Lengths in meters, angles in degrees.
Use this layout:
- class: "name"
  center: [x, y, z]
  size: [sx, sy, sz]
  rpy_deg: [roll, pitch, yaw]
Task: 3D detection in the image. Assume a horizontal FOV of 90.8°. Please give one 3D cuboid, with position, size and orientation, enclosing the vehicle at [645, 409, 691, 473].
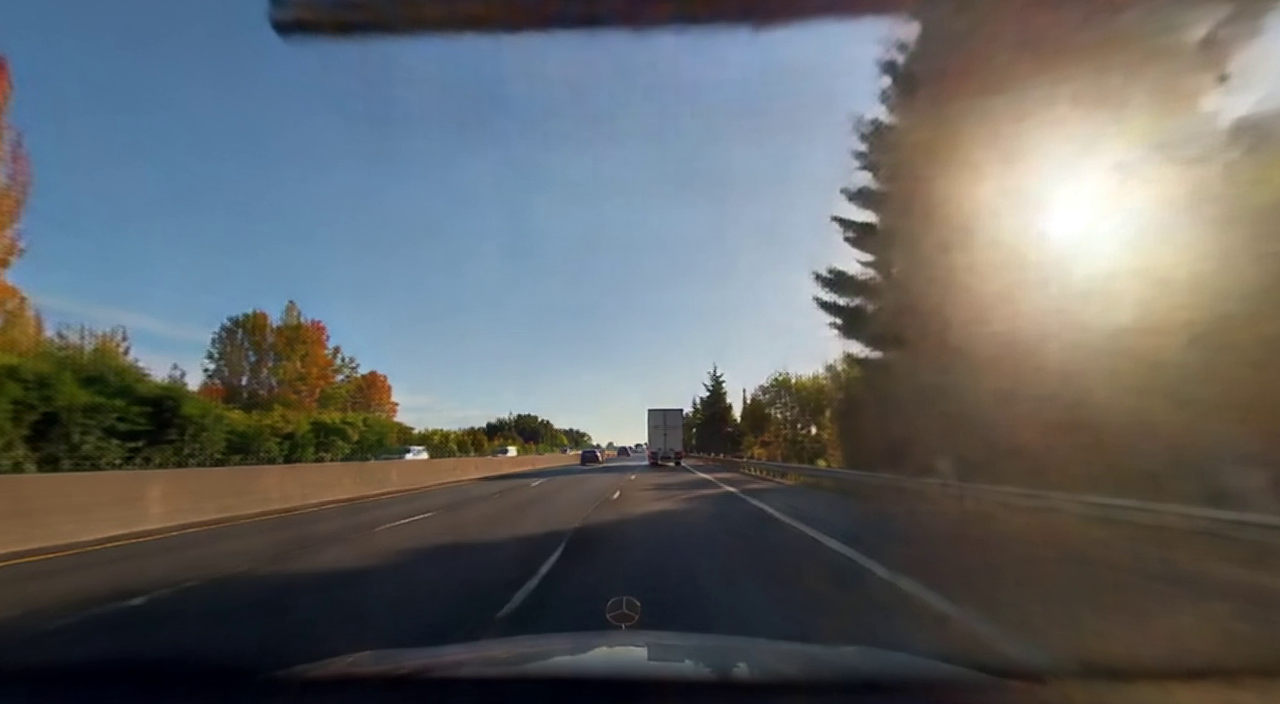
- class: "vehicle"
  center: [1.918, 6.789, 47.427]
  size: [2.901, 4.032, 14.338]
  rpy_deg: [0, -9, 1]
